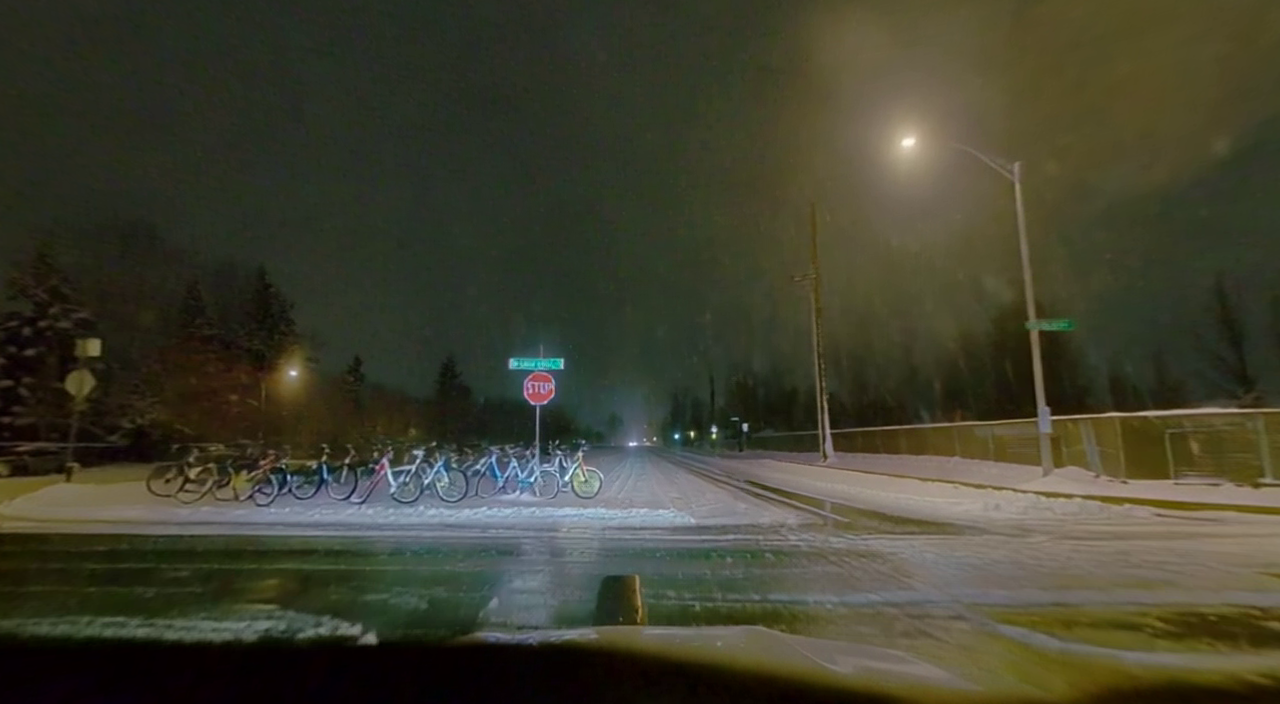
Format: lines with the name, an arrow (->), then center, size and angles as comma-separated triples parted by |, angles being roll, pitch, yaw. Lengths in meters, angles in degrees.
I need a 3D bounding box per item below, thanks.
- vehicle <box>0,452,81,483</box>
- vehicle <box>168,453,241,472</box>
vehicle -> -33.493, 6.226, 34.134 | 4.569, 1.558, 1.903 | 1, -9, -5
vehicle -> -34.104, 8.690, 49.571 | 4.327, 1.402, 1.757 | 0, -9, -3
